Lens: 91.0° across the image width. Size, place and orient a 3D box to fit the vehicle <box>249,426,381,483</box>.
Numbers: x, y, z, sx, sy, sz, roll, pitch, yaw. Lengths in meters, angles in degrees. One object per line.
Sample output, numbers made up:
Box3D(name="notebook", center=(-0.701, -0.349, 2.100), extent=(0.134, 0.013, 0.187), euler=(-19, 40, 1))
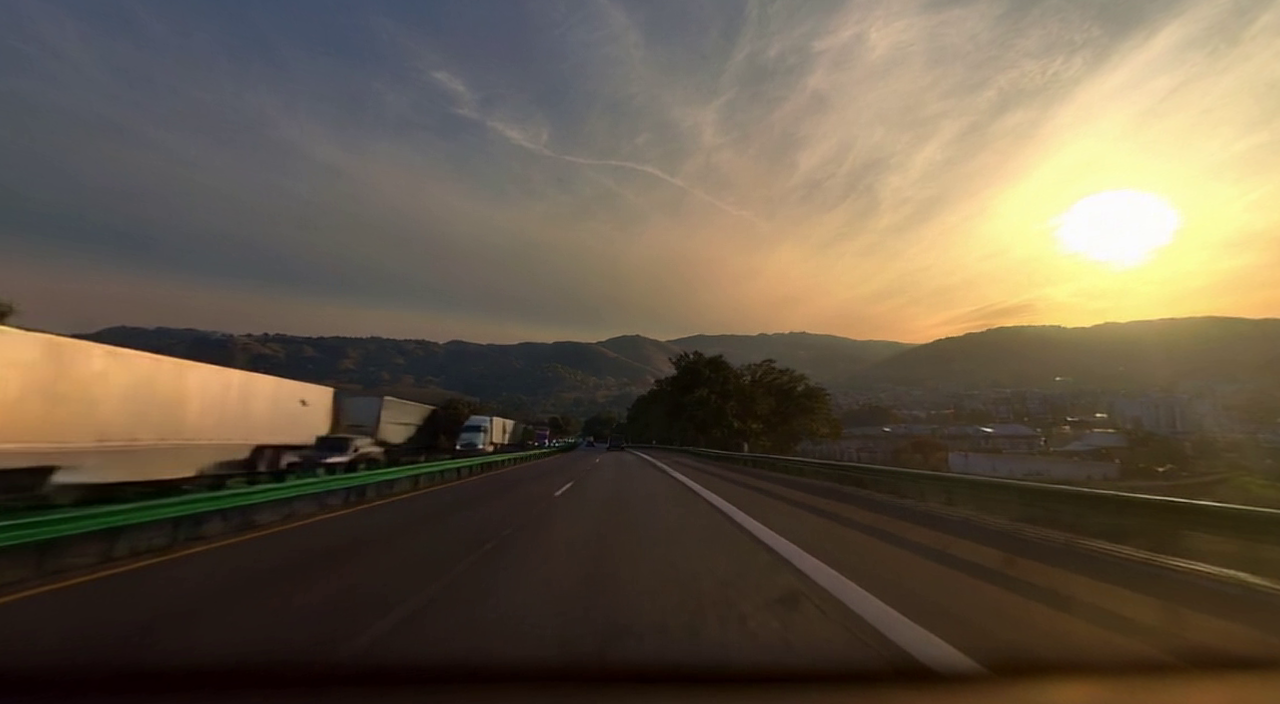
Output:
Box3D(name="vehicle", center=(-10.757, 3.416, 21.296), extent=(2.069, 1.675, 4.648), euler=(0, -8, -2))

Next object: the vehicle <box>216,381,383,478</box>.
Box3D(name="vehicle", center=(-15.052, 3.641, 28.954), extent=(2.955, 3.745, 8.712), euler=(0, -8, -1))
